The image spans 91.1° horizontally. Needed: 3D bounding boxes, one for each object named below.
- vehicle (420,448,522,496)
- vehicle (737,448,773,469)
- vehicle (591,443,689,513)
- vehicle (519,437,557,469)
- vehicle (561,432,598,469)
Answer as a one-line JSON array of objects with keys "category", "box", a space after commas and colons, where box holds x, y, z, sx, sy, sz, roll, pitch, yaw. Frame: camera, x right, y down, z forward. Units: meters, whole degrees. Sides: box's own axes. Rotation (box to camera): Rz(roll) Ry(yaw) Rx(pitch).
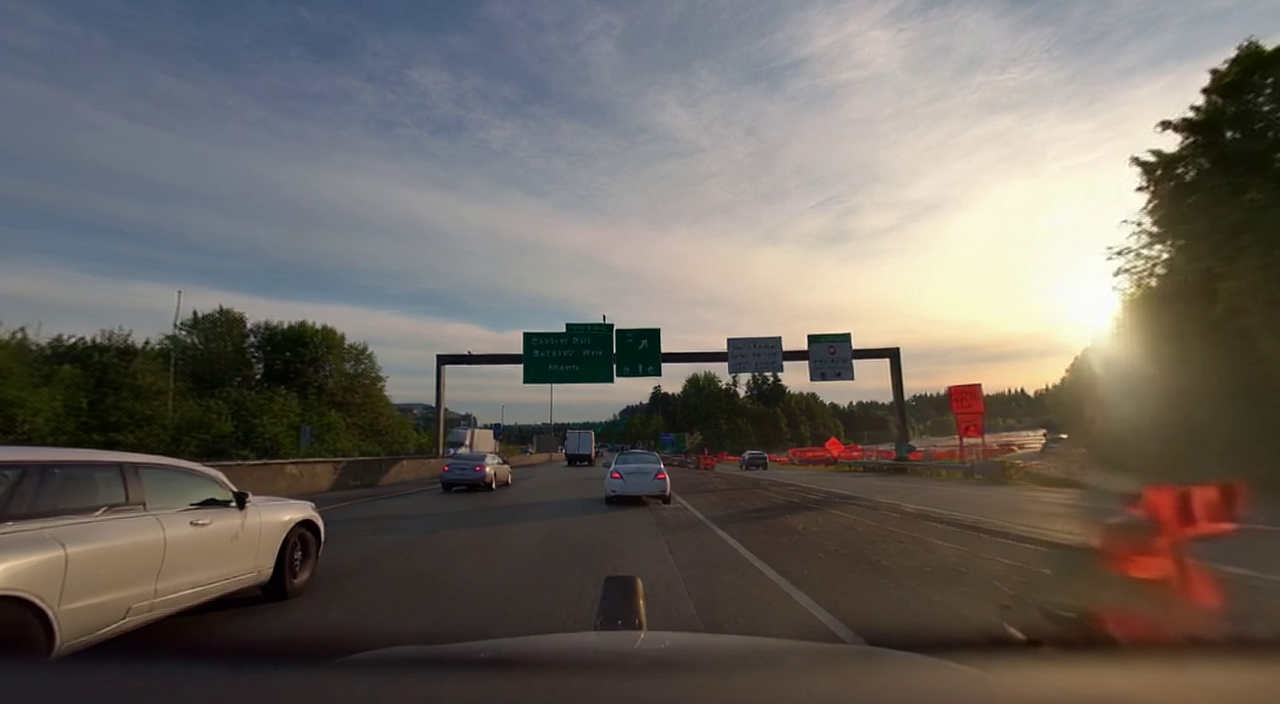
[{"category": "vehicle", "box": [-5.473, 3.940, 20.927, 2.063, 1.417, 4.000, -1, -9, 4]}, {"category": "vehicle", "box": [8.448, 7.884, 46.467, 1.871, 1.460, 3.754, 0, -9, -2]}, {"category": "vehicle", "box": [-0.029, 2.954, 15.085, 2.080, 1.451, 3.512, 0, -9, -1]}, {"category": "vehicle", "box": [-7.650, 7.620, 47.485, 2.204, 2.295, 4.830, 0, -9, -2]}, {"category": "vehicle", "box": [-4.583, 7.584, 48.484, 2.326, 2.645, 6.249, 0, -9, 0]}]
